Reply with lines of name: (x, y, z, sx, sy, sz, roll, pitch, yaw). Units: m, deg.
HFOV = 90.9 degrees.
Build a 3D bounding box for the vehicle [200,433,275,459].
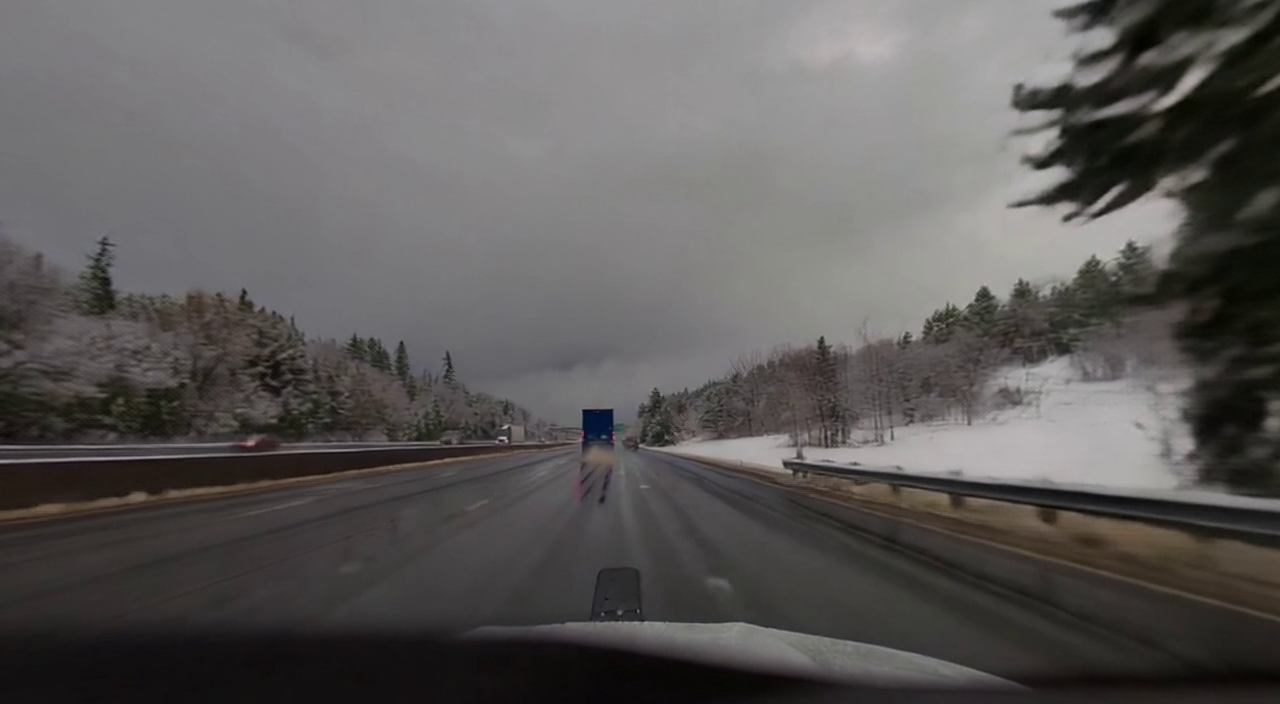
vehicle: (-25.132, 5.861, 39.594, 1.777, 1.539, 4.656, 1, -8, -2)
